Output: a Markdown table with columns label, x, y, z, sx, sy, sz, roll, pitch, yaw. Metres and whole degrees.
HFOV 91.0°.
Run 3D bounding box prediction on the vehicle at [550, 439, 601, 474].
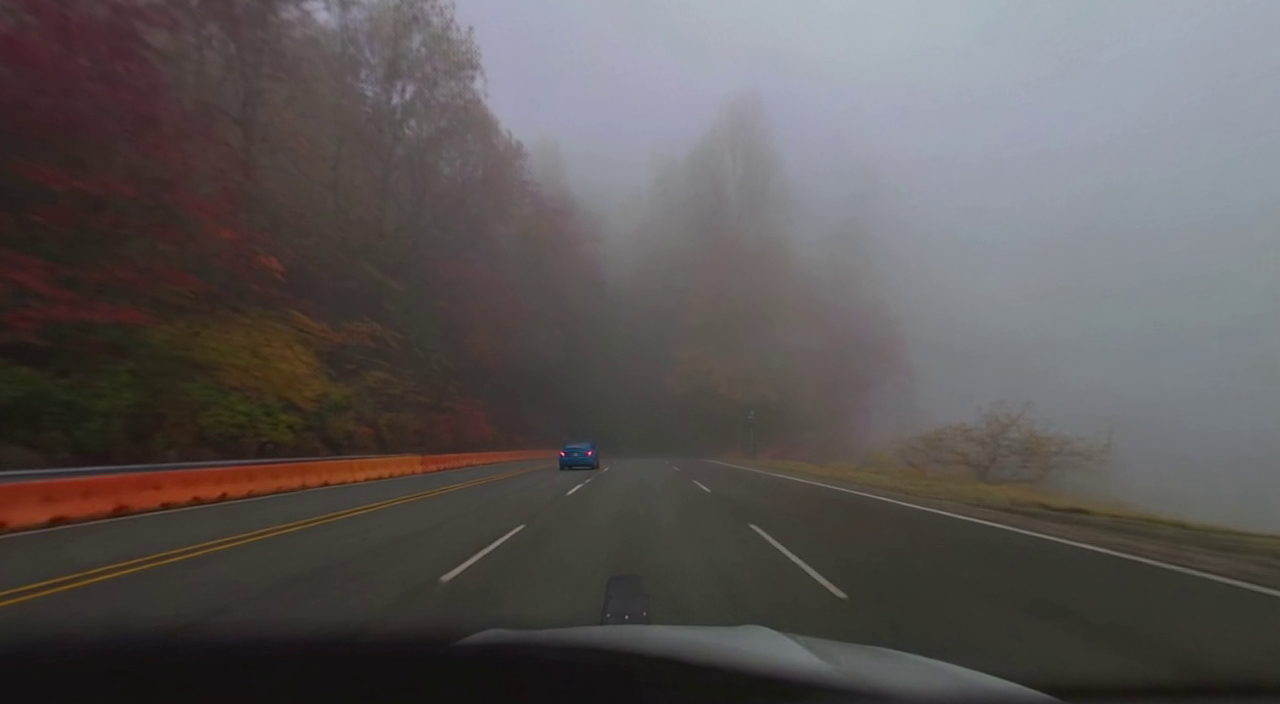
| label | x | y | z | sx | sy | sz | roll | pitch | yaw |
| --- | --- | --- | --- | --- | --- | --- | --- | --- | --- |
| vehicle | -2.947 | 4.857 | 29.421 | 1.902 | 1.505 | 4.016 | 0 | -8 | 1 |
